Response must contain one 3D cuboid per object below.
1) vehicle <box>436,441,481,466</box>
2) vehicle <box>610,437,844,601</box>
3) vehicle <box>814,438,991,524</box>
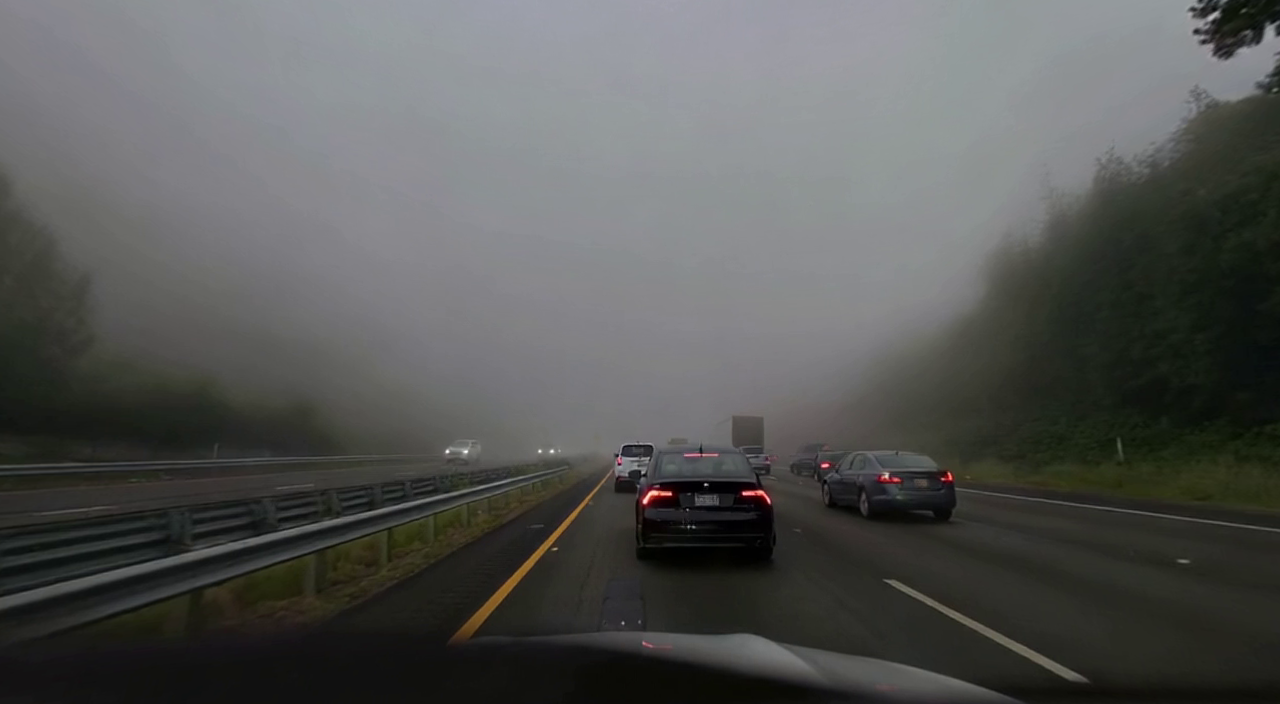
[{"bbox_3d":[-13.152,7.397,45.912,1.991,1.677,4.499,0,-9,-1],"label":"vehicle"},{"bbox_3d":[0.719,1.785,7.551,2.094,1.426,3.725,0,-9,-2],"label":"vehicle"},{"bbox_3d":[5.307,2.645,13.438,1.908,1.500,4.157,0,-9,-1],"label":"vehicle"}]
